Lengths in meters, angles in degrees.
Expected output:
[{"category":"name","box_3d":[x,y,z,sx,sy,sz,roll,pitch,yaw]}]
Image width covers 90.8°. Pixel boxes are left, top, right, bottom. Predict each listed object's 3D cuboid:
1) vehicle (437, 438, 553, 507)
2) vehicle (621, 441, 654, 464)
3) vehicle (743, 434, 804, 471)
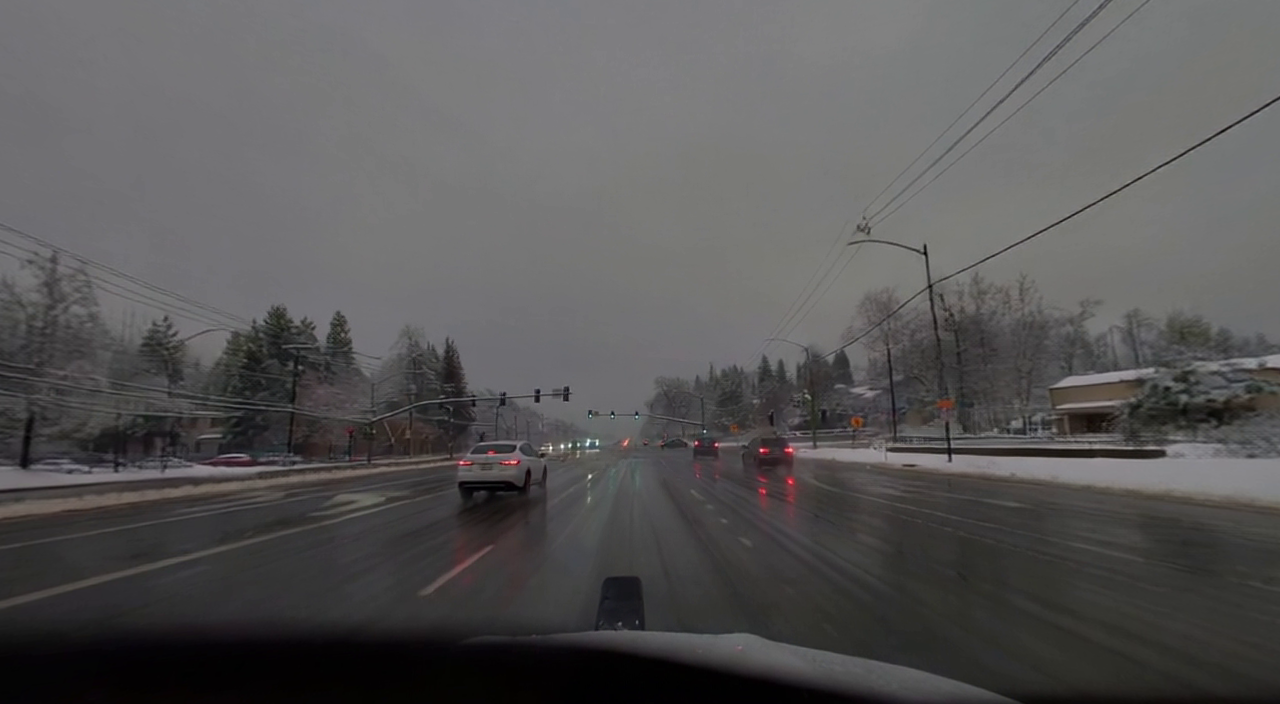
[{"category":"vehicle","box_3d":[-3.386,2.890,15.657,1.837,1.463,4.311,0,-8,0]},{"category":"vehicle","box_3d":[-0.179,6.769,42.554,2.098,1.431,3.958,0,-8,-1]},{"category":"vehicle","box_3d":[6.539,4.986,31.416,1.945,1.706,4.190,0,-8,-2]}]
